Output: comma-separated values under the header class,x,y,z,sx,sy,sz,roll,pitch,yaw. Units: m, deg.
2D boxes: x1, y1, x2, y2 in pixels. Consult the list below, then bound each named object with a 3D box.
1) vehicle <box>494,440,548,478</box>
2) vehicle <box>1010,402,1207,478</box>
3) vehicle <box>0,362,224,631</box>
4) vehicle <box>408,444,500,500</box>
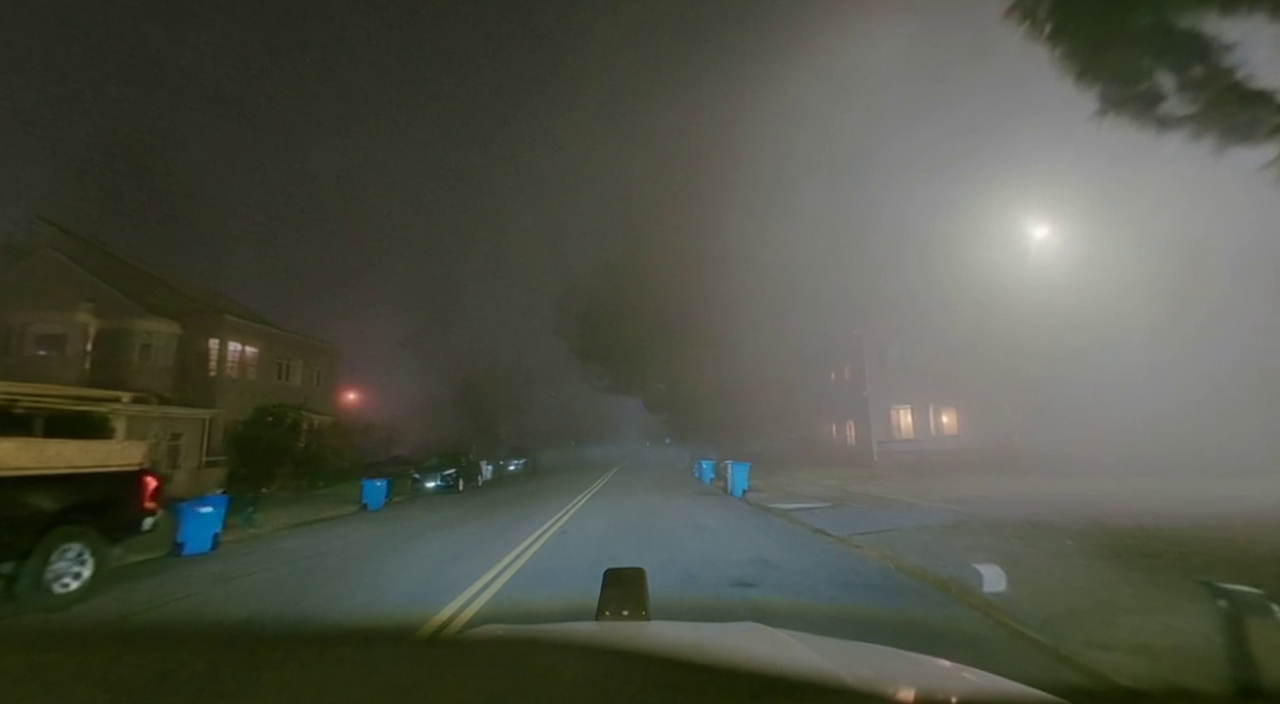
class,x,y,z,sx,sy,sz,roll,pitch,yaw
vehicle,-6.553,5.925,35.309,2.169,1.871,4.762,-3,-8,-1
vehicle,12.889,2.463,17.852,1.936,1.687,4.714,-5,-8,1
vehicle,-6.285,1.112,4.691,2.223,2.115,5.707,5,-3,2
vehicle,-6.374,4.104,22.110,1.945,1.530,4.430,-4,-7,-1
